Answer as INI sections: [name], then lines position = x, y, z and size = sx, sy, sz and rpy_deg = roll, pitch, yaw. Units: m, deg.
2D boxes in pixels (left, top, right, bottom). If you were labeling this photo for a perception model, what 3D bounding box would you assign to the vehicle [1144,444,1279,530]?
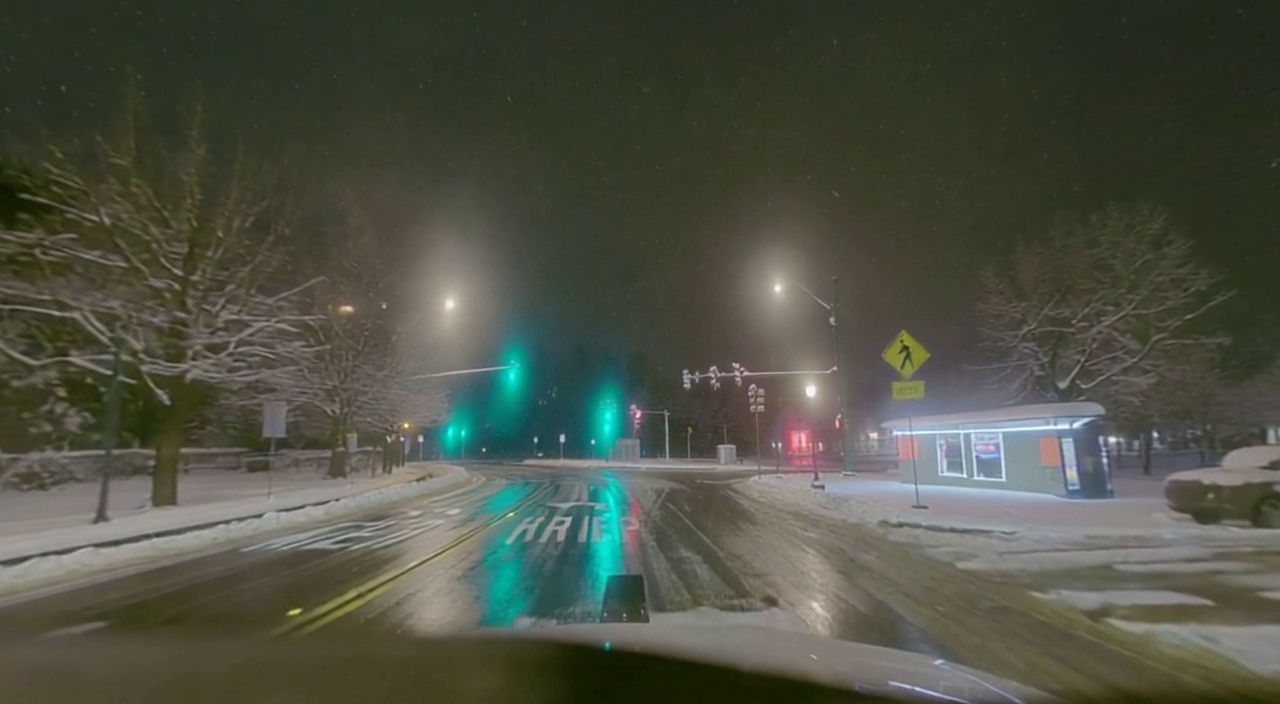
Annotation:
[vehicle]
position = 12.433, 2.426, 11.453
size = 4.484, 1.443, 2.094
rpy_deg = -1, -10, 9
